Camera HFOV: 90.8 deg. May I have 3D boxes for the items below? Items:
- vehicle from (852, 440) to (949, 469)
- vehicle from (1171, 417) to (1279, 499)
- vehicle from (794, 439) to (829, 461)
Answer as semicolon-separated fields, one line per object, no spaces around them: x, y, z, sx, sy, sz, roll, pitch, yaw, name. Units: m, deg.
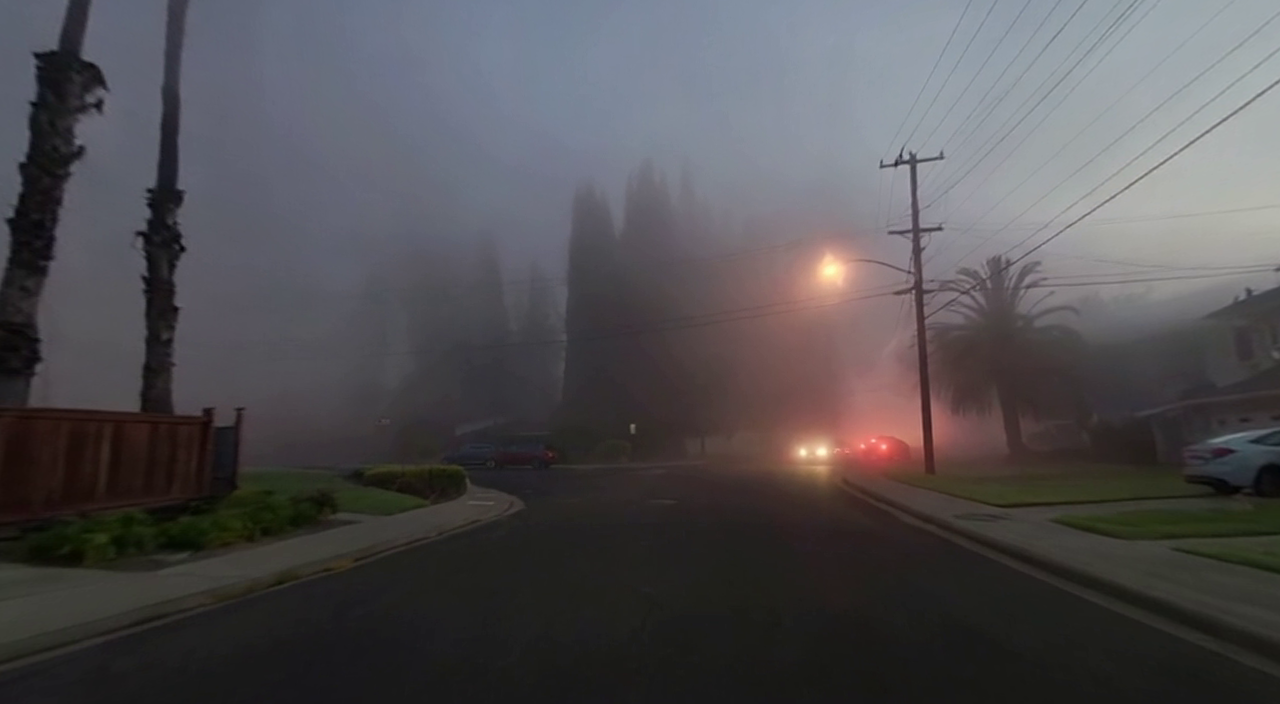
13.596;5.399;33.203;4.531;1.447;1.814;-3;-10;19;vehicle
13.847;2.079;12.514;4.641;1.498;2.001;-1;-9;6;vehicle
13.425;7.658;49.249;1.955;1.632;3.688;-4;-10;25;vehicle
